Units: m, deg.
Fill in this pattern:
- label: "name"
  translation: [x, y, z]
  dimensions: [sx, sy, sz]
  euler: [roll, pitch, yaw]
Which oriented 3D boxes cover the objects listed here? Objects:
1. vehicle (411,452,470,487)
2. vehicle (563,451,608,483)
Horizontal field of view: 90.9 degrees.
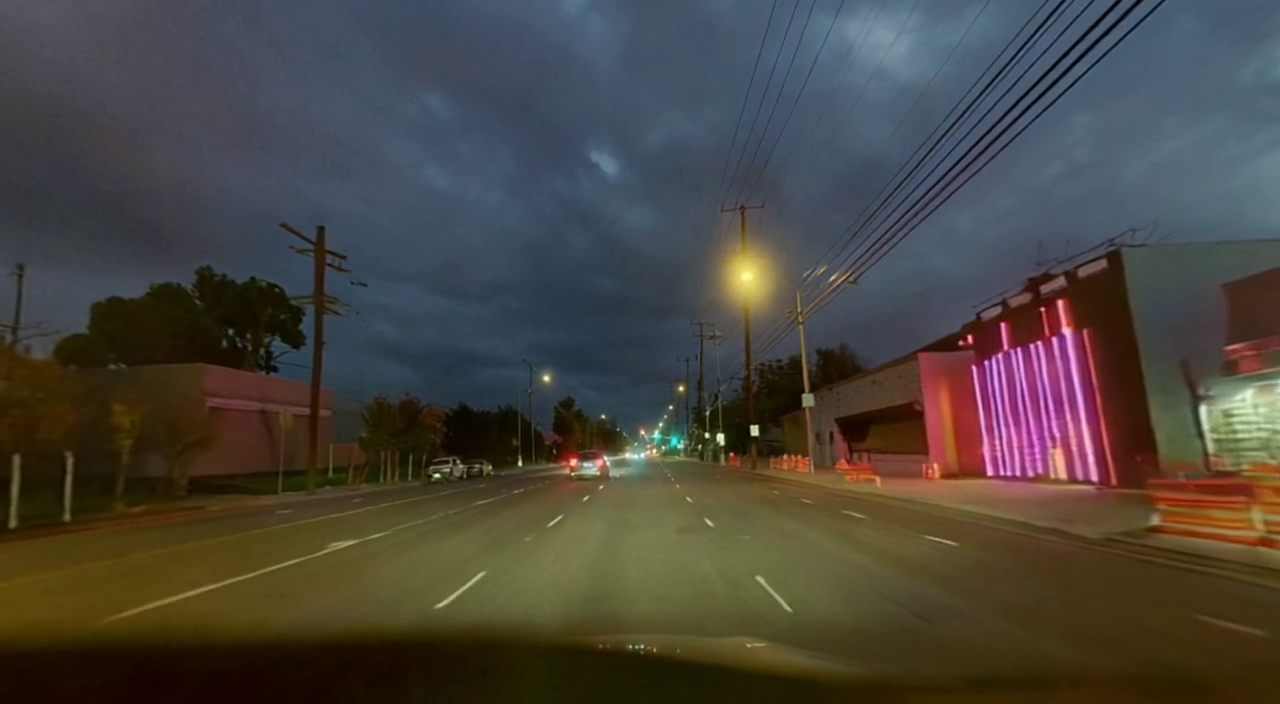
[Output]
- label: "vehicle"
  translation: [-11.799, 6.955, 37.662]
  dimensions: [2.052, 1.898, 4.253]
  euler: [-1, -9, 1]
- label: "vehicle"
  translation: [-2.906, 6.227, 34.484]
  dimensions: [2.036, 1.589, 4.549]
  euler: [-1, -9, 1]
